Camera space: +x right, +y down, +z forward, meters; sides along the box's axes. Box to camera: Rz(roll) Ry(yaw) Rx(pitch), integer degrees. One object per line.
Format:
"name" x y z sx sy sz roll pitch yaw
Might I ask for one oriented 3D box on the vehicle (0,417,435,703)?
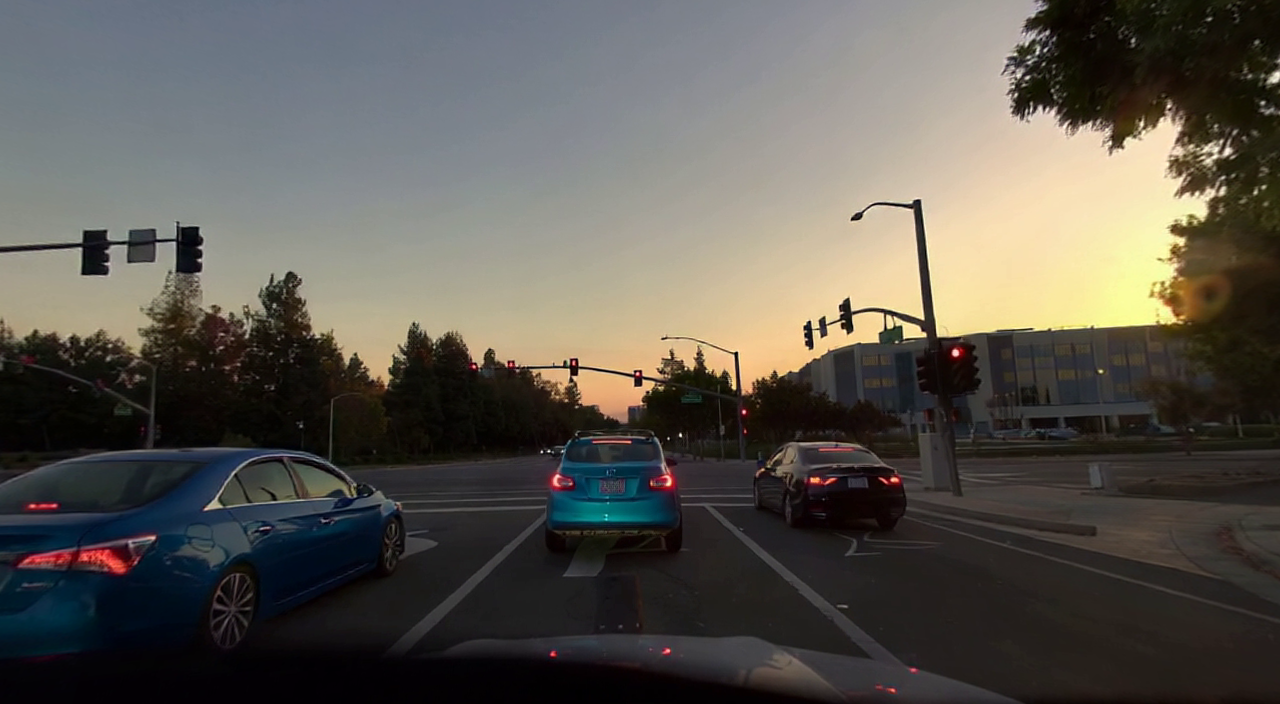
"vehicle" -3.577 1.413 5.552 2.052 1.472 4.479 0 -8 0

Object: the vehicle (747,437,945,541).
"vehicle" 3.297 2.265 11.190 1.970 1.449 4.433 0 -8 -1

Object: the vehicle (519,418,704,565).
"vehicle" -0.345 1.830 8.979 2.038 1.599 3.844 0 -8 -1
